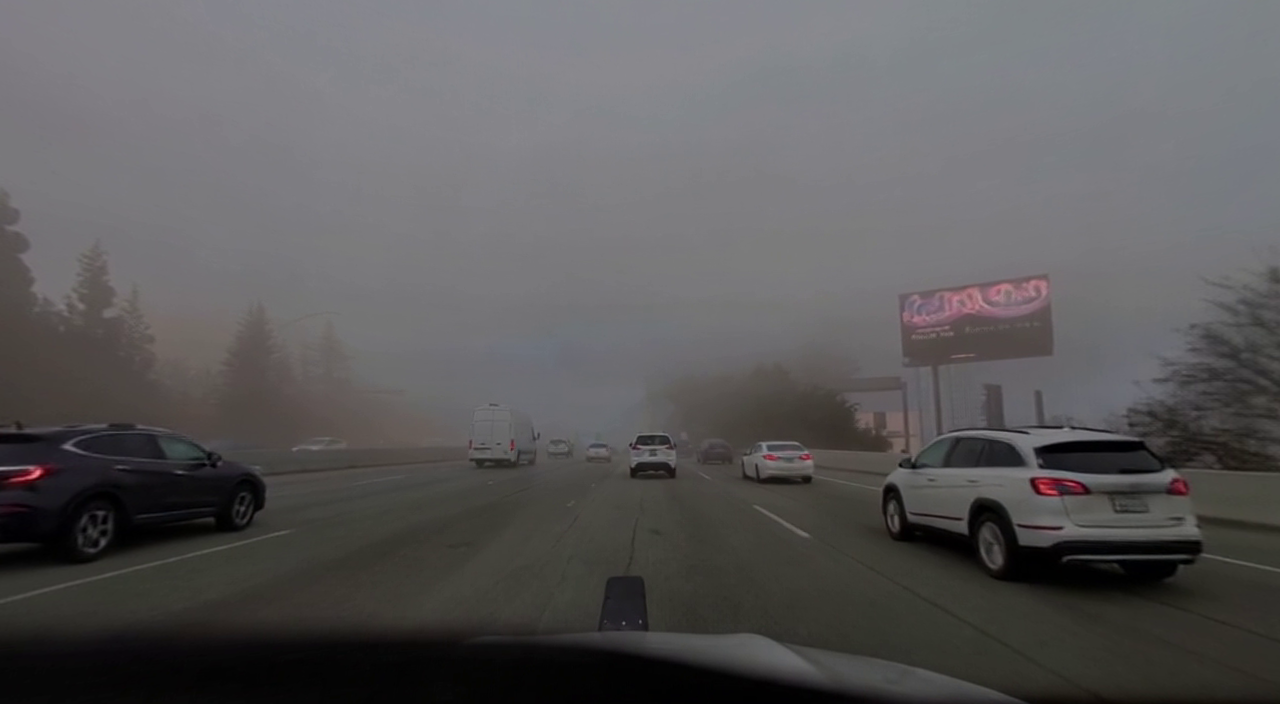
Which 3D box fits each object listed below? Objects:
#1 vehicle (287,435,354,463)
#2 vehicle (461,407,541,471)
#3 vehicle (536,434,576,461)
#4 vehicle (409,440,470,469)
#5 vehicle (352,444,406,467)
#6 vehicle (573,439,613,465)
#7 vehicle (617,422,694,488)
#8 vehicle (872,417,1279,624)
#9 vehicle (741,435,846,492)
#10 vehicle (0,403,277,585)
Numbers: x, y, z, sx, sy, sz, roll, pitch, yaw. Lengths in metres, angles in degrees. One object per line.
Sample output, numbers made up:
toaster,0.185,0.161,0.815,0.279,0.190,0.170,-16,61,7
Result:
vehicle,-20.705,6.323,41.103,1.920,1.695,4.612,0,-8,1
vehicle,-6.783,4.410,31.838,2.358,2.817,7.055,0,-8,1
vehicle,-6.479,7.425,49.264,2.269,1.929,6.032,0,-8,0
vehicle,-10.607,5.446,33.682,1.923,1.480,3.905,0,-8,1
vehicle,-16.508,6.525,40.063,1.823,1.388,3.705,0,-8,1
vehicle,-2.841,6.190,39.292,2.079,1.499,4.512,0,-8,1
vehicle,0.456,3.274,20.395,2.209,1.863,4.626,0,-8,1
vehicle,4.353,1.554,6.893,1.915,1.482,4.537,0,-8,0
vehicle,4.375,3.250,18.798,1.942,1.487,4.518,0,-8,-1
vehicle,-6.770,1.571,7.642,2.021,1.632,4.417,0,-8,1
